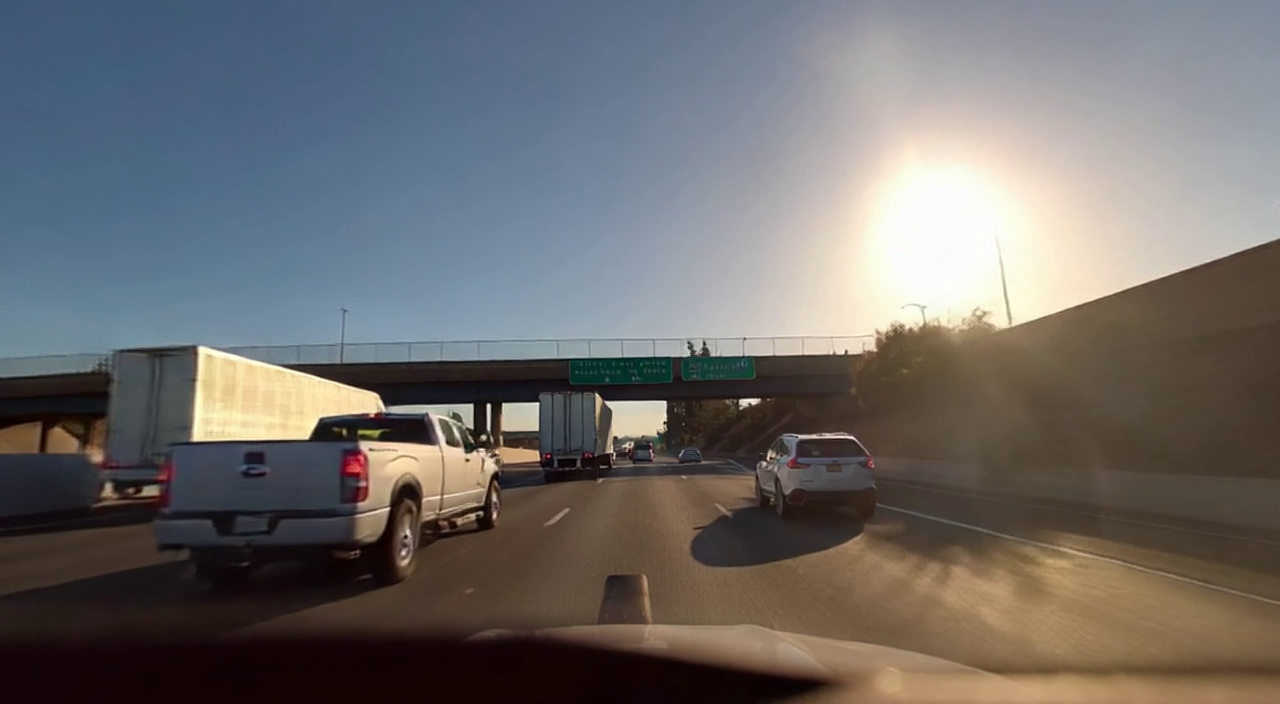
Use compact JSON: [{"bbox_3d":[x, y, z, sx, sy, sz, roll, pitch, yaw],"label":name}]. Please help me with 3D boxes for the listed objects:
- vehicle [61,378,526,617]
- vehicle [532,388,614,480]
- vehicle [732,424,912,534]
[{"bbox_3d":[-3.548,1.716,8.698,2.645,2.023,6.491,0,-8,1],"label":"vehicle"},{"bbox_3d":[-3.313,4.824,36.154,2.869,4.108,15.564,0,-8,1],"label":"vehicle"},{"bbox_3d":[3.107,2.269,11.882,2.028,1.658,4.334,0,-8,-1],"label":"vehicle"}]
